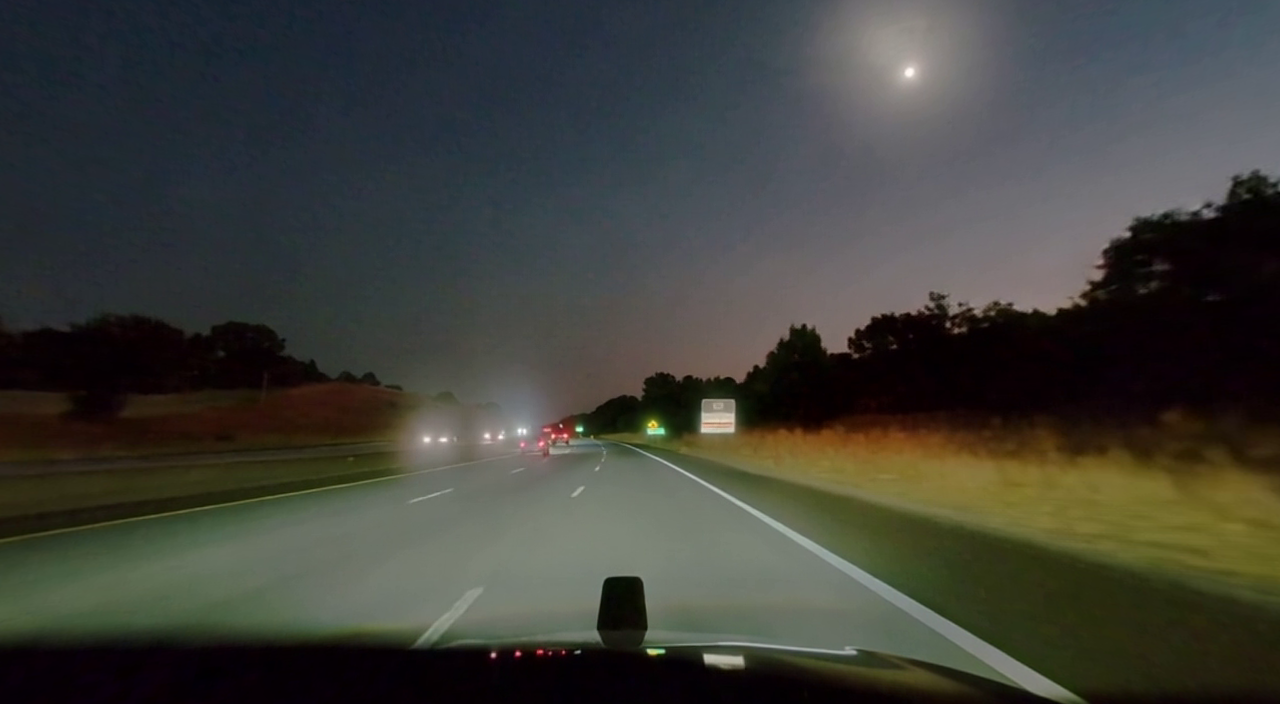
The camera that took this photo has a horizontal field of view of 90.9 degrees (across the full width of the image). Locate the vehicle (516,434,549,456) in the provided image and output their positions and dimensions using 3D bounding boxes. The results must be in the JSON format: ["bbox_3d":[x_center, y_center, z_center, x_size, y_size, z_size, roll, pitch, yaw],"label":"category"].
[{"bbox_3d":[-8.205,7.135,48.378,1.931,1.608,3.977,0,-8,-2],"label":"vehicle"}]
